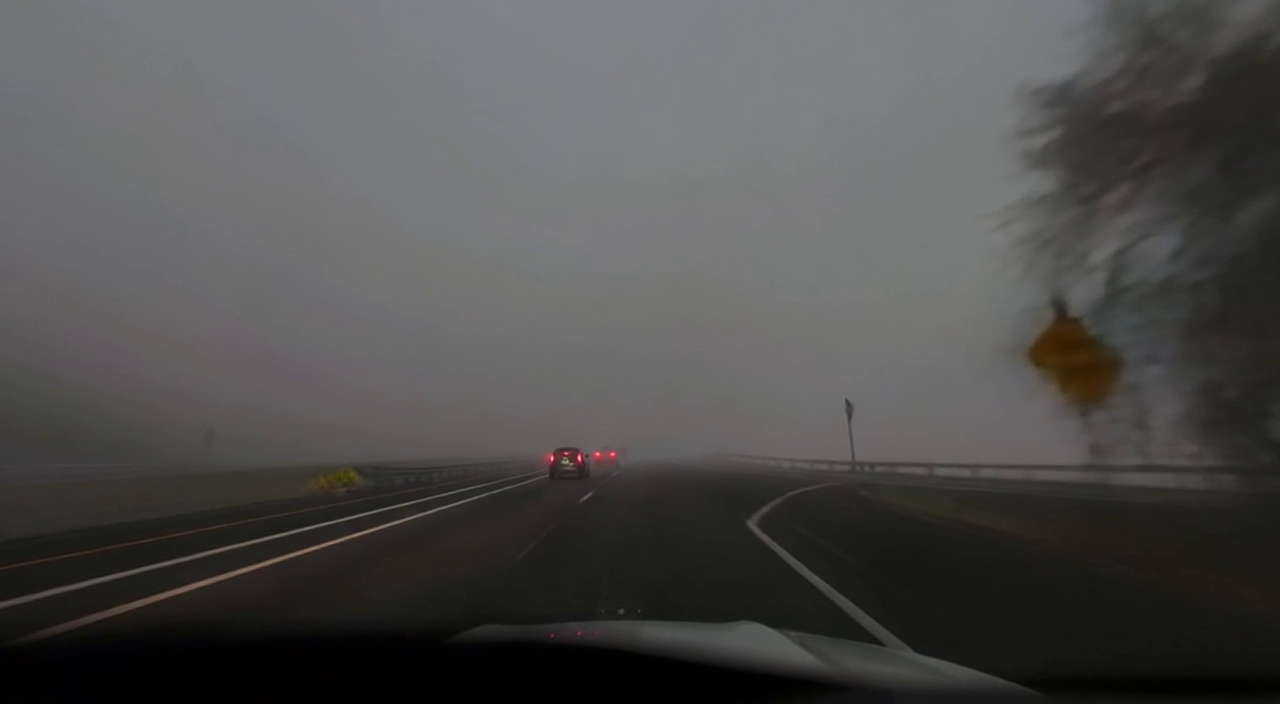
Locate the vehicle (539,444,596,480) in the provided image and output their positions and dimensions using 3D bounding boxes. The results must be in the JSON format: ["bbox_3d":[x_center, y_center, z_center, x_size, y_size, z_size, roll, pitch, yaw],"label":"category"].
[{"bbox_3d":[-3.313,5.165,29.789,2.044,1.527,4.607,0,-9,1],"label":"vehicle"}]
